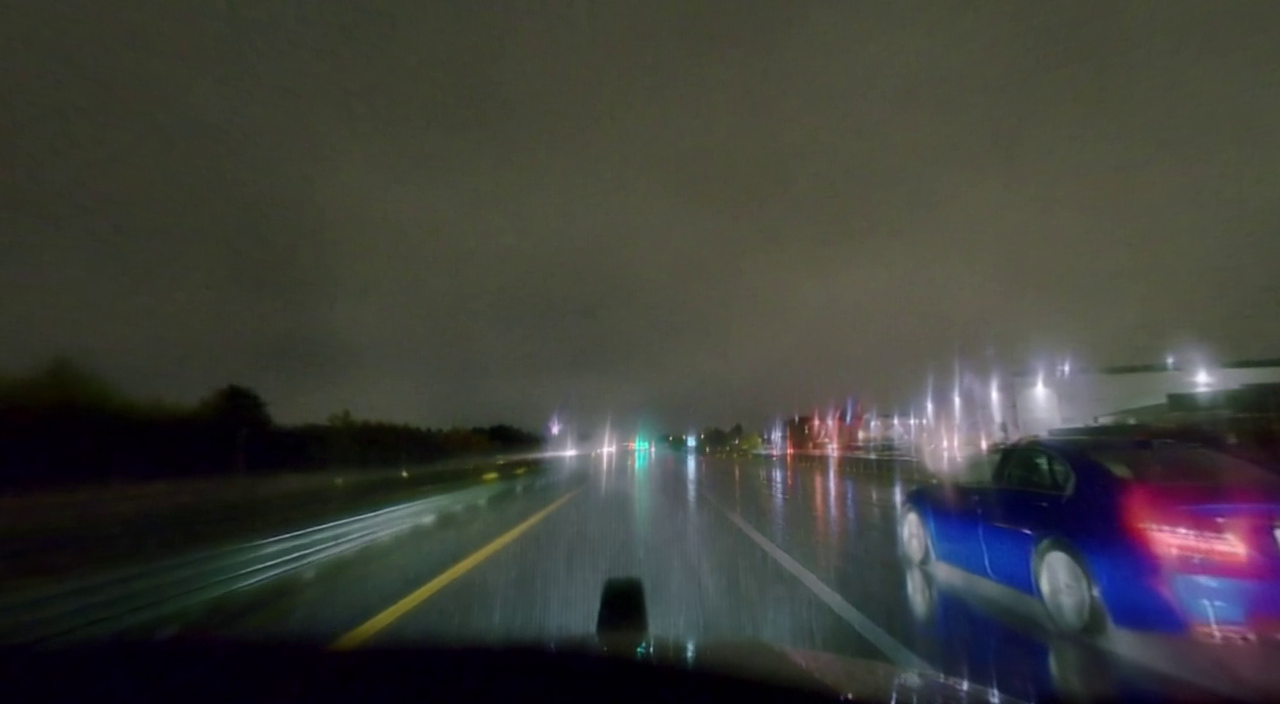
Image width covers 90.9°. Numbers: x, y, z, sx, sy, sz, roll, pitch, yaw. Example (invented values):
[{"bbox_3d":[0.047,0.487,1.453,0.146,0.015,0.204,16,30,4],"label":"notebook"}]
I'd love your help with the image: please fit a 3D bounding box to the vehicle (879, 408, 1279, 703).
[{"bbox_3d":[4.117,1.386,5.658,2.053,1.490,4.799,0,-8,0],"label":"vehicle"}]
